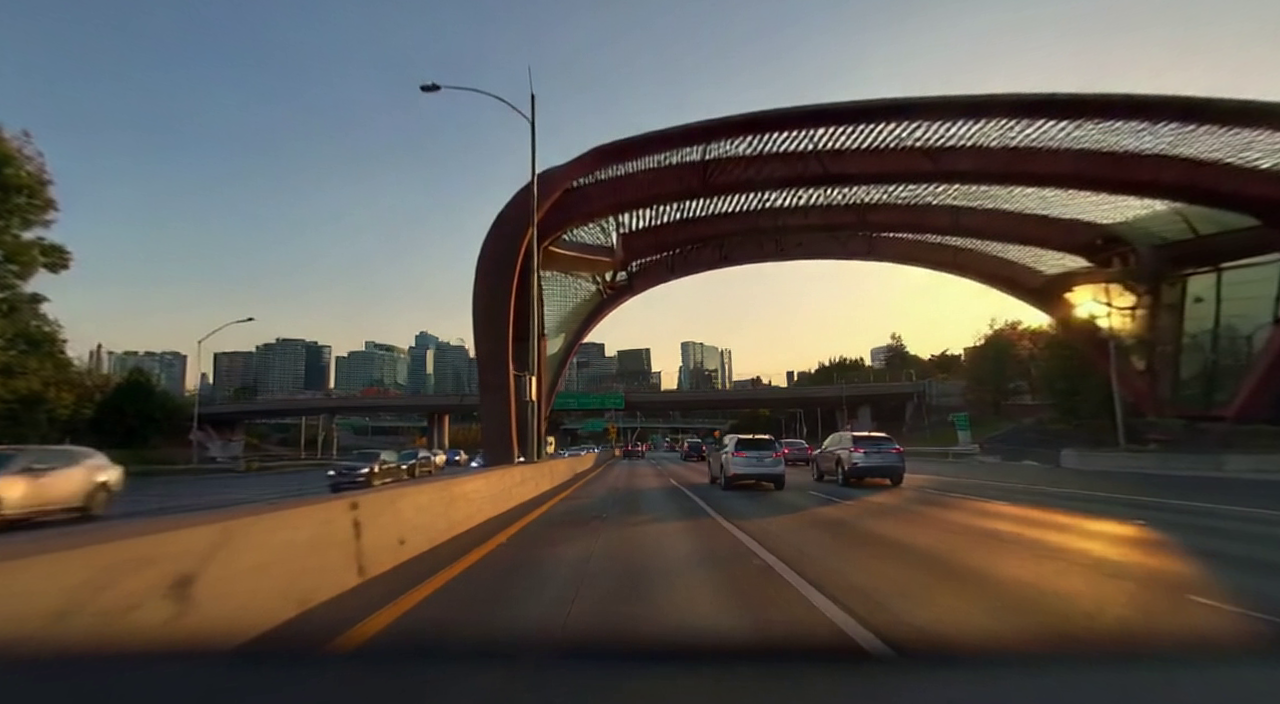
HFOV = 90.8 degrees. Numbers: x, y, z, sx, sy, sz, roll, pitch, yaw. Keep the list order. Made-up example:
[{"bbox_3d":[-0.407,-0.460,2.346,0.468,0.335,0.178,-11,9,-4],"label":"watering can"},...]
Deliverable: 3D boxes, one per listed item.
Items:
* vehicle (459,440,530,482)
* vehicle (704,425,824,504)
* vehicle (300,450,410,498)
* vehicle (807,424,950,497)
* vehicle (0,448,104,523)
[{"bbox_3d":[-6.110,4.598,26.993,2.019,1.633,4.367,0,-9,-1],"label":"vehicle"},{"bbox_3d":[2.934,2.779,15.988,2.059,1.711,4.302,0,-9,-1],"label":"vehicle"},{"bbox_3d":[-9.716,4.164,21.978,1.828,1.437,4.329,0,-9,0],"label":"vehicle"},{"bbox_3d":[6.581,3.065,18.200,2.040,1.801,4.959,0,-9,-2],"label":"vehicle"},{"bbox_3d":[-16.833,3.372,16.095,2.130,1.820,4.796,0,-9,-1],"label":"vehicle"}]
